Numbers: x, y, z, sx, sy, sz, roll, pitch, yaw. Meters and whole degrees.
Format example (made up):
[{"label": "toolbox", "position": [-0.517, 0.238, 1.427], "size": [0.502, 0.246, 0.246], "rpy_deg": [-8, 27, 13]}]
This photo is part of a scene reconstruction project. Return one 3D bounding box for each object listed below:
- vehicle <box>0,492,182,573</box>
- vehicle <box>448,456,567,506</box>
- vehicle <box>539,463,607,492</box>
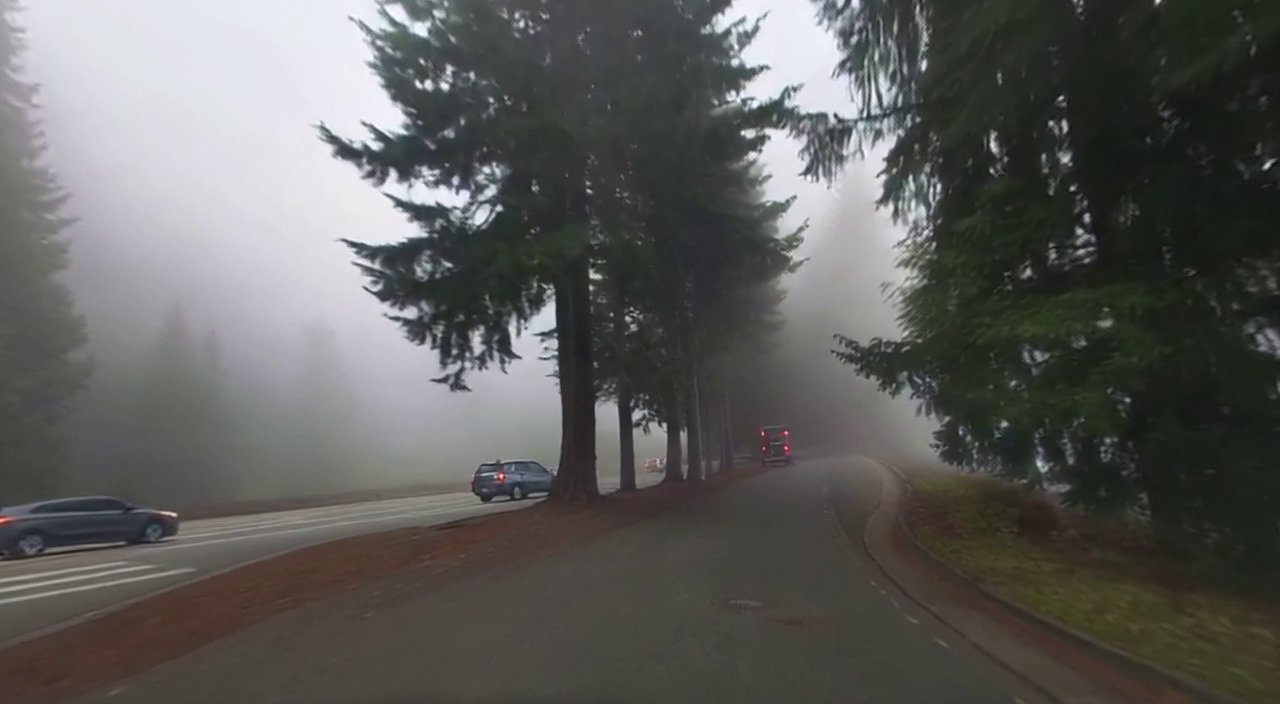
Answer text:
[{"label": "vehicle", "position": [-14.812, 4.504, 15.977], "size": [1.886, 1.535, 4.742], "rpy_deg": [-5, -10, 29]}, {"label": "vehicle", "position": [-5.114, 5.046, 25.236], "size": [2.049, 1.699, 4.860], "rpy_deg": [-5, -10, 27]}, {"label": "vehicle", "position": [-3.855, 7.292, 37.060], "size": [1.829, 1.470, 4.460], "rpy_deg": [-5, -10, 26]}]
